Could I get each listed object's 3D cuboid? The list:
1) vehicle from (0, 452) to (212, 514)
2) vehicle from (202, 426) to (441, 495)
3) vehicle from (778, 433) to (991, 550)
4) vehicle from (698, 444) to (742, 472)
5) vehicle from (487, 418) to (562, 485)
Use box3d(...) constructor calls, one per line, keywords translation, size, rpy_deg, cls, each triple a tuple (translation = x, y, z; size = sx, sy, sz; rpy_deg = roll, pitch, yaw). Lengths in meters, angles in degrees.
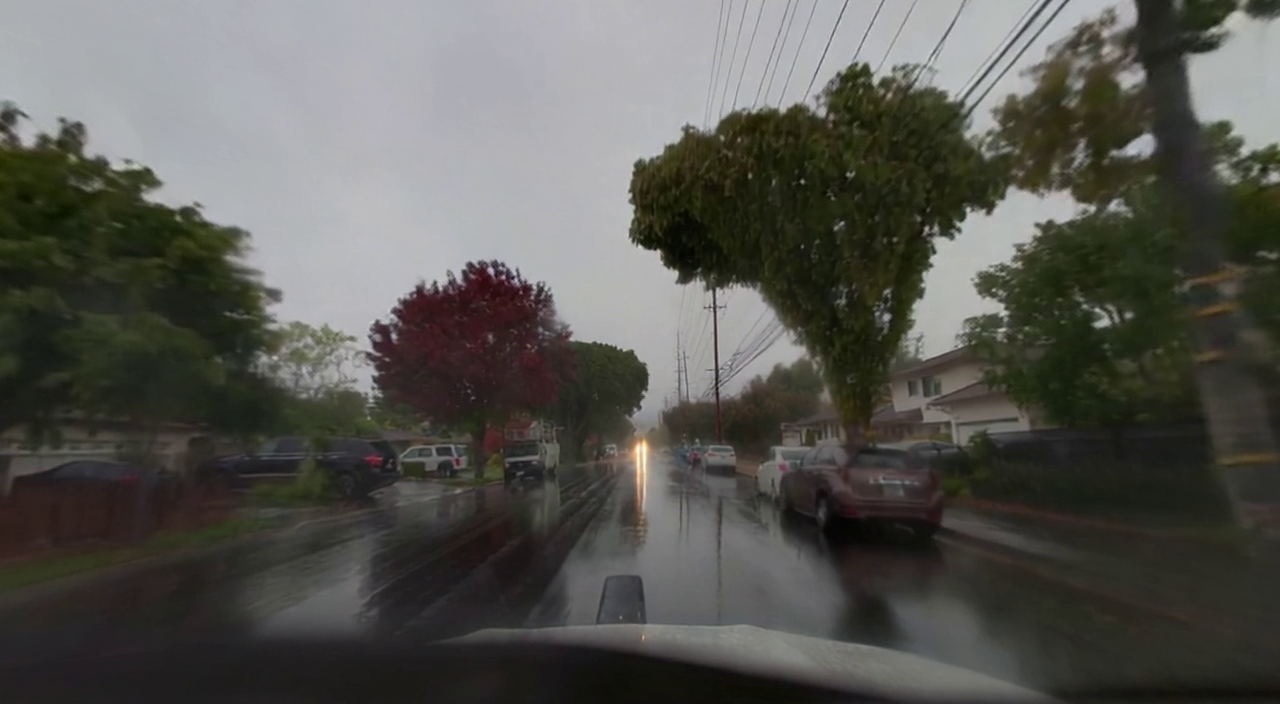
box3d(translation=(-14.587, 3.491, 17.060), size=(4.565, 1.489, 1.950), rpy_deg=(1, -8, -1), cls="vehicle")
box3d(translation=(-10.376, 3.573, 21.067), size=(6.540, 2.079, 2.565), rpy_deg=(0, -8, 2), cls="vehicle")
box3d(translation=(3.810, 2.229, 10.959), size=(1.970, 1.530, 4.899), rpy_deg=(0, -8, 3), cls="vehicle")
box3d(translation=(4.719, 6.328, 37.874), size=(2.016, 1.544, 4.645), rpy_deg=(0, -8, 0), cls="vehicle")
box3d(translation=(-5.586, 4.909, 31.448), size=(2.313, 2.875, 6.057), rpy_deg=(-3, -8, 2), cls="vehicle")
